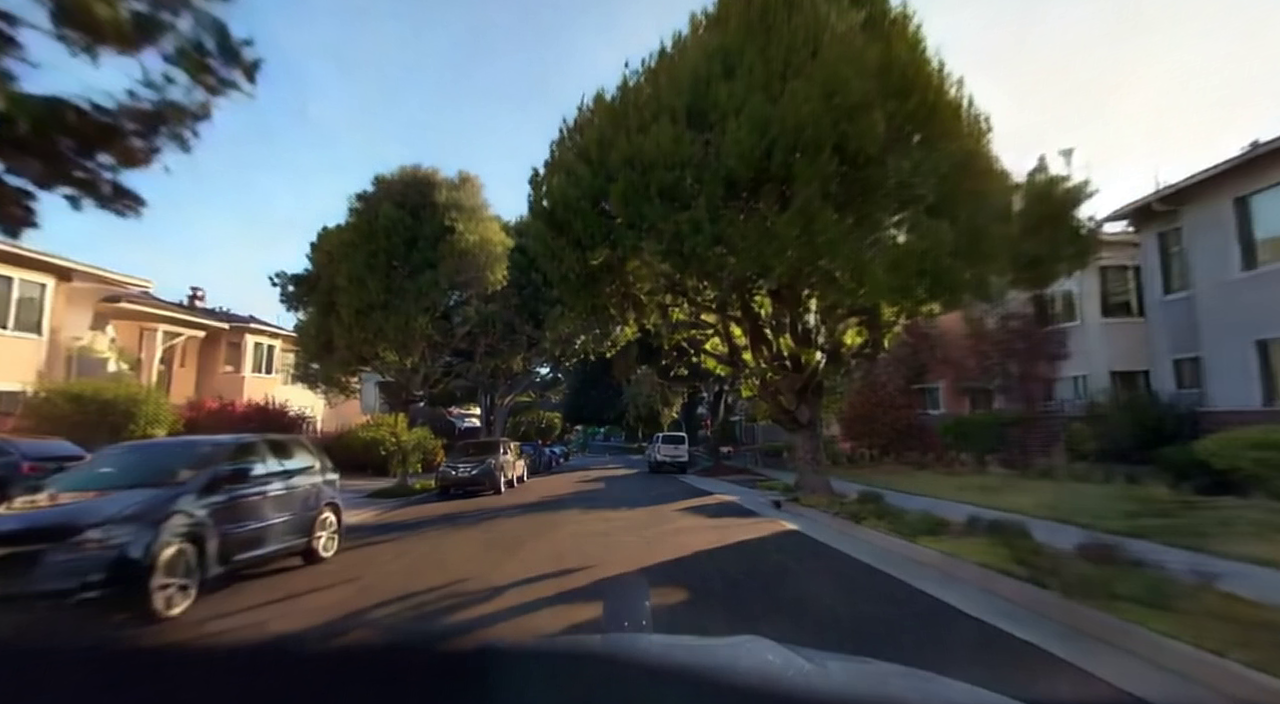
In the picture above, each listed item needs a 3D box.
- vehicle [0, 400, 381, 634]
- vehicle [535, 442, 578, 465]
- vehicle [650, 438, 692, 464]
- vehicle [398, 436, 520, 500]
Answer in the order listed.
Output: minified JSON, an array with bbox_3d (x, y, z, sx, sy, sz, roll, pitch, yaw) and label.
[{"bbox_3d":[-4.671,1.548,6.857,1.974,1.664,4.539,0,-9,-3],"label":"vehicle"},{"bbox_3d":[-5.092,6.203,38.885,1.995,1.330,4.080,0,-8,1],"label":"vehicle"},{"bbox_3d":[1.845,6.065,38.917,2.000,1.456,5.251,1,-8,-4],"label":"vehicle"},{"bbox_3d":[-4.846,3.158,17.679,2.086,1.493,4.582,-1,-8,0],"label":"vehicle"}]
